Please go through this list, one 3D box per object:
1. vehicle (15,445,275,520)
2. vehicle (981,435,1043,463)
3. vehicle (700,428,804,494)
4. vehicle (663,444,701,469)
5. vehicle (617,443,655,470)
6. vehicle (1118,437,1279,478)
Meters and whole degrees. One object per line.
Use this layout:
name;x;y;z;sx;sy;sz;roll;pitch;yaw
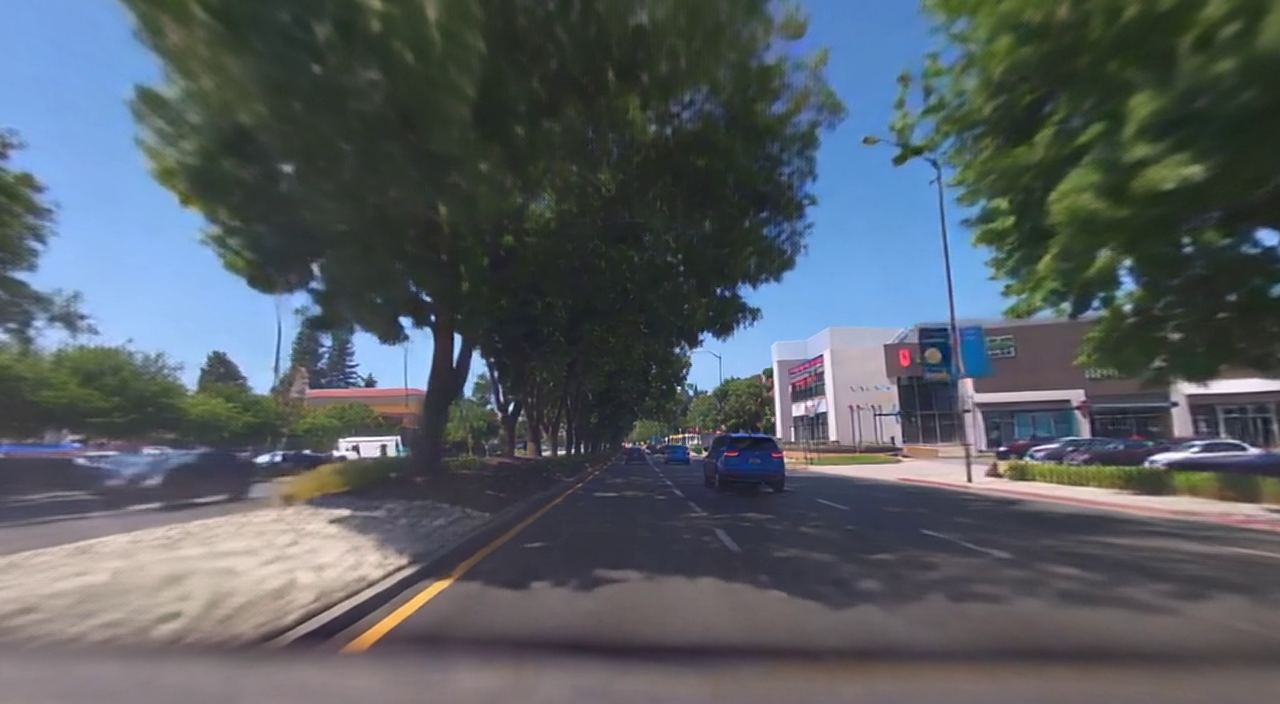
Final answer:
vehicle;-11.573;3.038;15.507;1.971;1.481;5.500;0;-8;0
vehicle;25.089;6.568;42.823;1.788;1.741;4.278;-1;-8;4
vehicle;3.332;3.366;19.874;2.140;1.811;4.593;0;-8;-4
vehicle;2.569;6.440;39.149;1.970;1.402;3.756;0;-8;-2
vehicle;-0.279;5.984;36.242;2.056;1.440;3.798;0;-8;-1
vehicle;20.547;3.836;23.121;4.451;1.400;2.108;0;-8;-2
